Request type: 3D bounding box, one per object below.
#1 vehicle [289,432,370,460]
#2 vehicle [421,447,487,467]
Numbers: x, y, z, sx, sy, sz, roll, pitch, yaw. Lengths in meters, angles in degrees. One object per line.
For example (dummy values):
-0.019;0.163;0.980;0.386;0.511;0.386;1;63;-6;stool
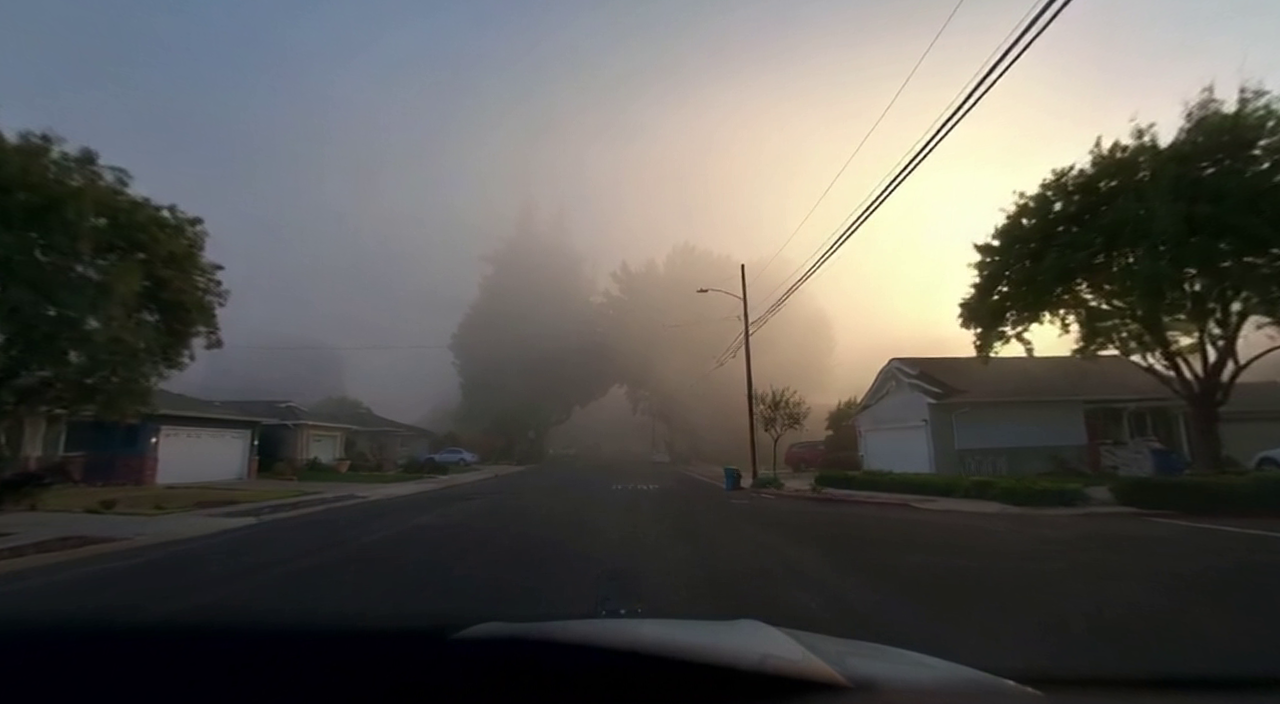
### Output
-19.339;5.887;39.515;4.093;1.661;1.765;0;-10;-6;vehicle
-14.508;8.186;49.446;4.572;1.522;1.999;1;-9;-6;vehicle
